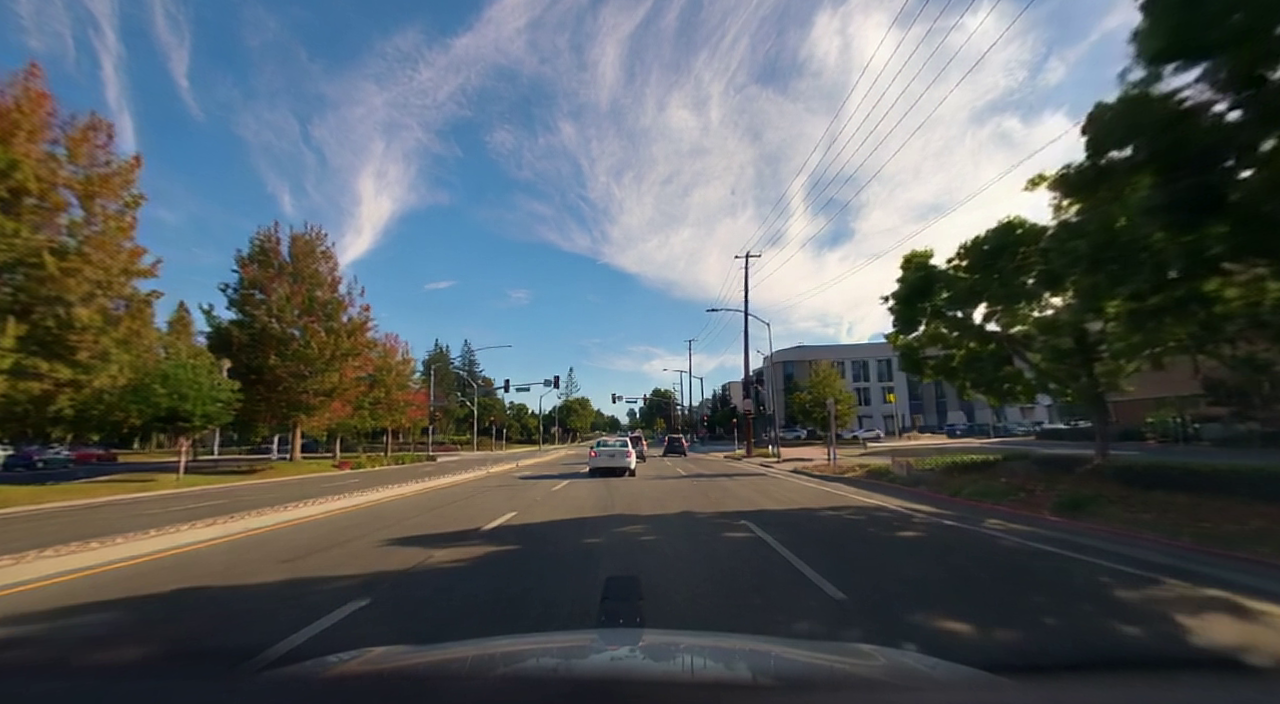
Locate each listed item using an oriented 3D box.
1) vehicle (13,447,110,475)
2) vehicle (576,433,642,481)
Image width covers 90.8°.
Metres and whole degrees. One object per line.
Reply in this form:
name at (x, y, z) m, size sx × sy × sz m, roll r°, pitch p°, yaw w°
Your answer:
vehicle at (-38.648, 7.254, 42.397) m, size 2.026 × 1.701 × 4.536 m, roll -1°, pitch -8°, yaw 4°
vehicle at (-0.989, 3.575, 21.763) m, size 2.075 × 1.470 × 3.962 m, roll 0°, pitch -8°, yaw -1°
